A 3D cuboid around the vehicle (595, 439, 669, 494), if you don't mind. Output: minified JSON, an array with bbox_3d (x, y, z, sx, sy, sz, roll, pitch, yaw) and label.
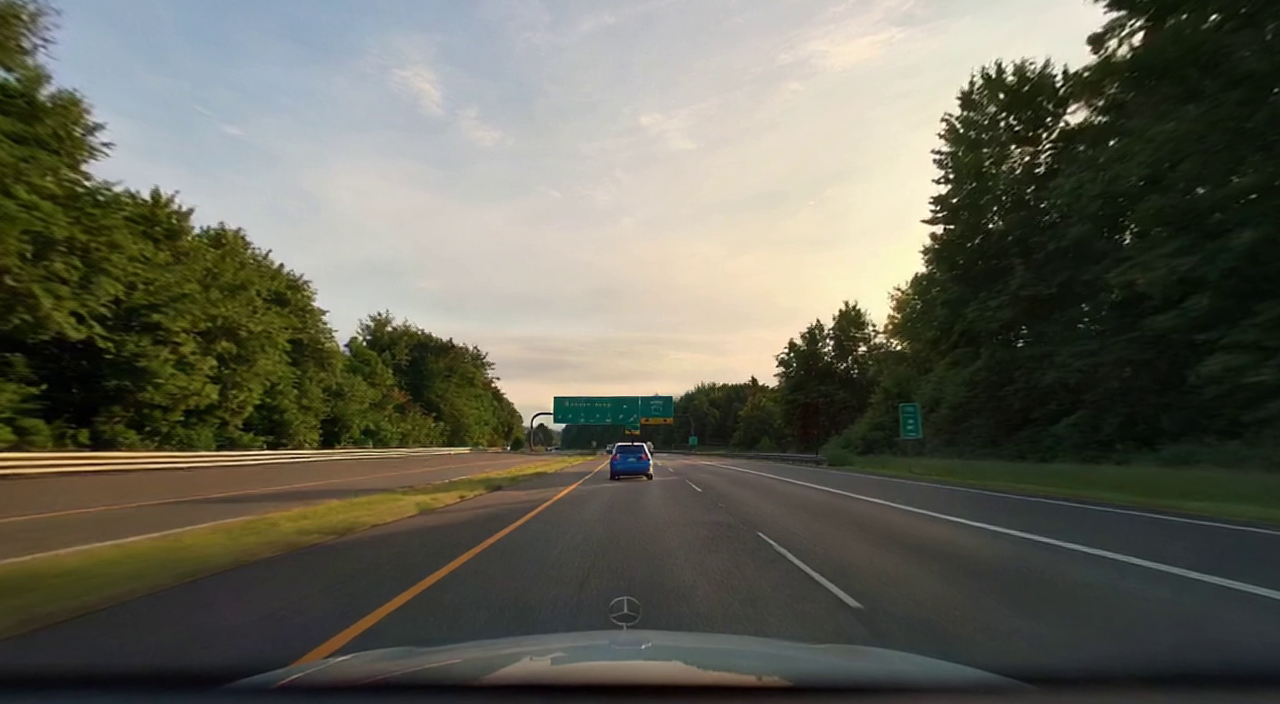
[{"bbox_3d":[-0.228,3.526,19.762,2.069,1.523,4.012,0,-9,0],"label":"vehicle"}]
